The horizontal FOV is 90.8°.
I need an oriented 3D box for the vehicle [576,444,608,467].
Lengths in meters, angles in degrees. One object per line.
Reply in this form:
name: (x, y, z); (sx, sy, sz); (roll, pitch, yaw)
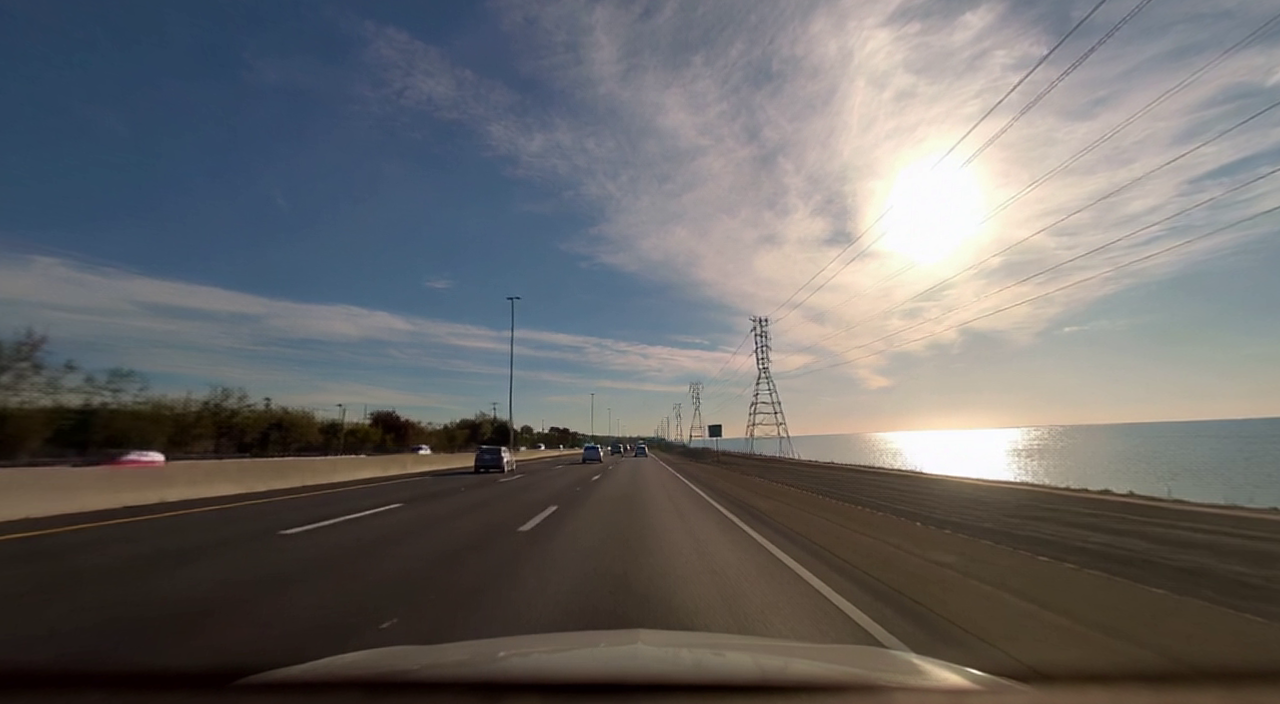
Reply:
vehicle: (-3.404, 7.432, 45.491); (1.957, 1.494, 4.207); (0, -9, 1)

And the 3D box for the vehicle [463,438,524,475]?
vehicle: (-7.432, 5.354, 32.526); (2.050, 1.717, 4.418); (0, -9, 1)
